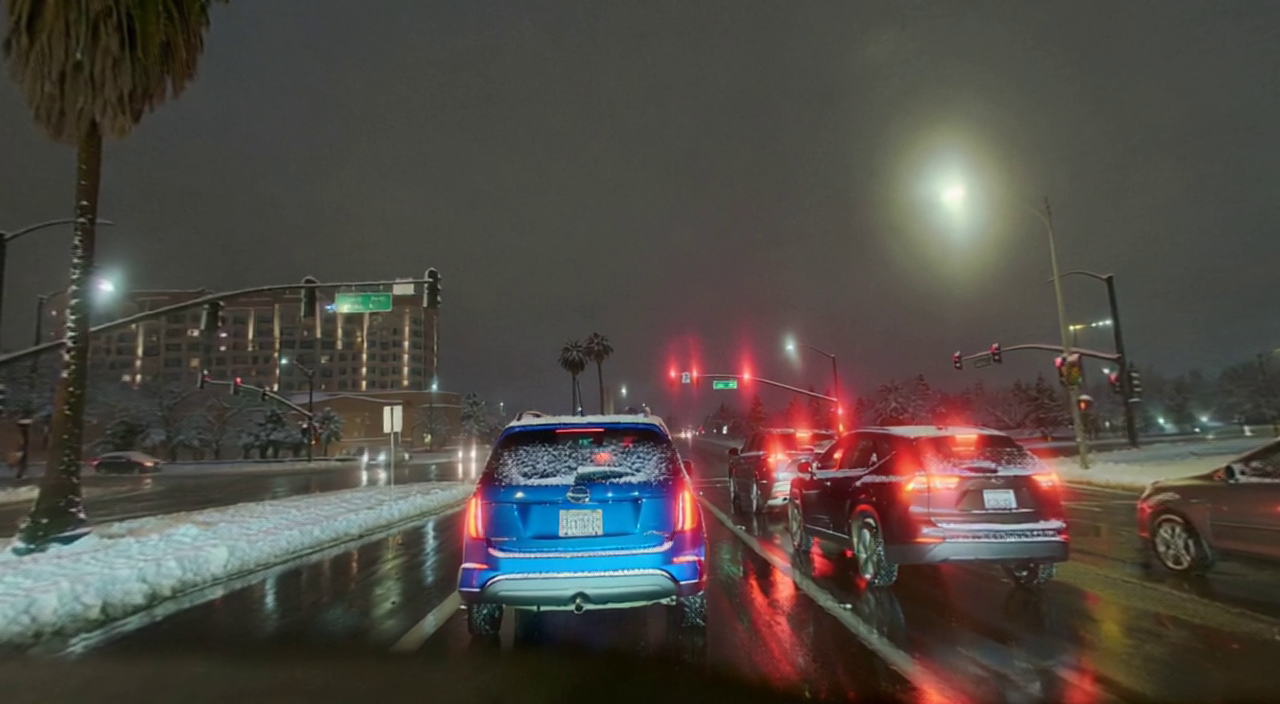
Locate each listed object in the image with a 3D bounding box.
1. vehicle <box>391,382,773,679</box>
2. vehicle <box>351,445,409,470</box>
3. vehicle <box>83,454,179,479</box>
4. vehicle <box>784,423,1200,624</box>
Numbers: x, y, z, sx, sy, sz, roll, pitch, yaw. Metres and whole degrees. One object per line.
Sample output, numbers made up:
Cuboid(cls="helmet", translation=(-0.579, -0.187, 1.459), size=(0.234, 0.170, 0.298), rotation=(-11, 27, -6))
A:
Cuboid(cls="vehicle", translation=(-0.327, 1.317, 5.691), size=(2.172, 1.694, 4.055), rotation=(0, -8, 0))
Cuboid(cls="vehicle", translation=(-19.855, 8.078, 48.187), size=(2.119, 1.786, 5.252), rotation=(0, -9, 1))
Cuboid(cls="vehicle", translation=(-38.147, 8.555, 47.110), size=(5.347, 1.785, 2.123), rotation=(0, -9, 1))
Cuboid(cls="vehicle", translation=(3.131, 1.609, 6.955), size=(1.971, 1.473, 4.495), rotation=(0, -8, 0))
